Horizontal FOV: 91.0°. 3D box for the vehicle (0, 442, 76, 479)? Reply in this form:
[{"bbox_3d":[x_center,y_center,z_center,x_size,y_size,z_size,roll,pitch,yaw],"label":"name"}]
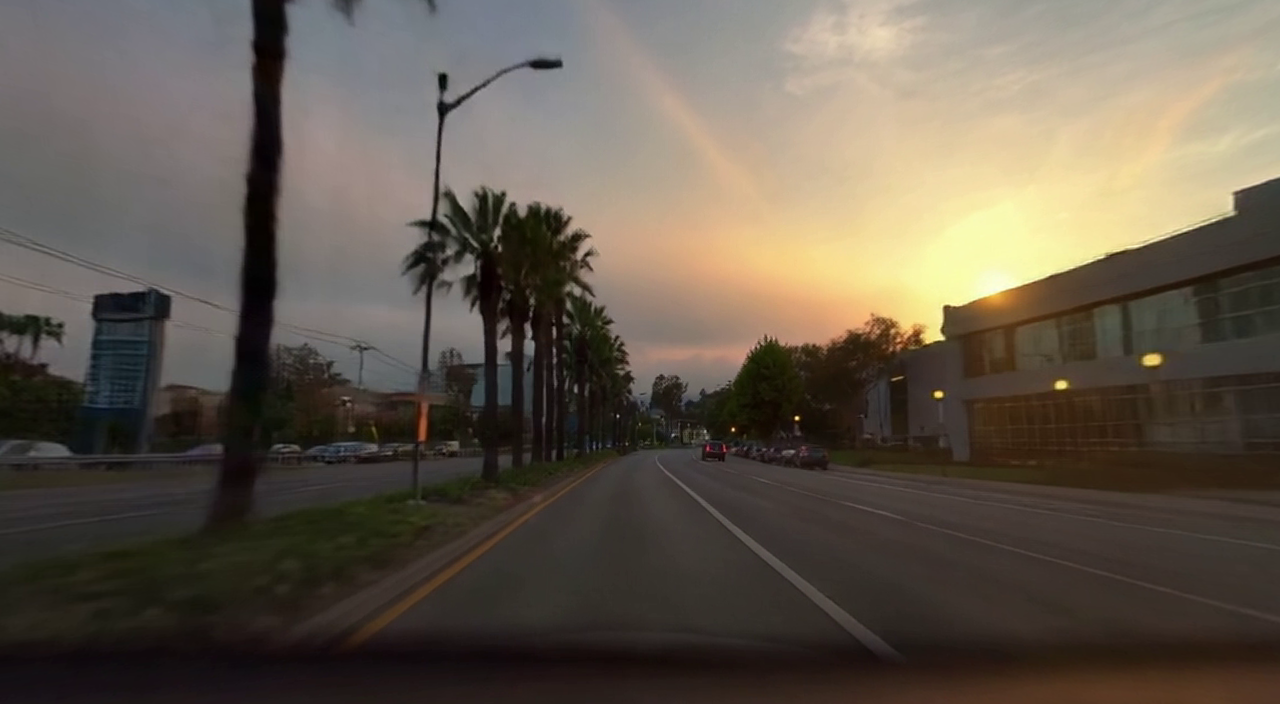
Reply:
[{"bbox_3d":[-36.043,6.102,35.557,5.711,2.003,2.550,0,-8,-1],"label":"vehicle"}]

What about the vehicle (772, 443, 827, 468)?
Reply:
[{"bbox_3d":[10.196,6.653,40.659,2.086,1.545,4.645,1,-8,-4],"label":"vehicle"}]
